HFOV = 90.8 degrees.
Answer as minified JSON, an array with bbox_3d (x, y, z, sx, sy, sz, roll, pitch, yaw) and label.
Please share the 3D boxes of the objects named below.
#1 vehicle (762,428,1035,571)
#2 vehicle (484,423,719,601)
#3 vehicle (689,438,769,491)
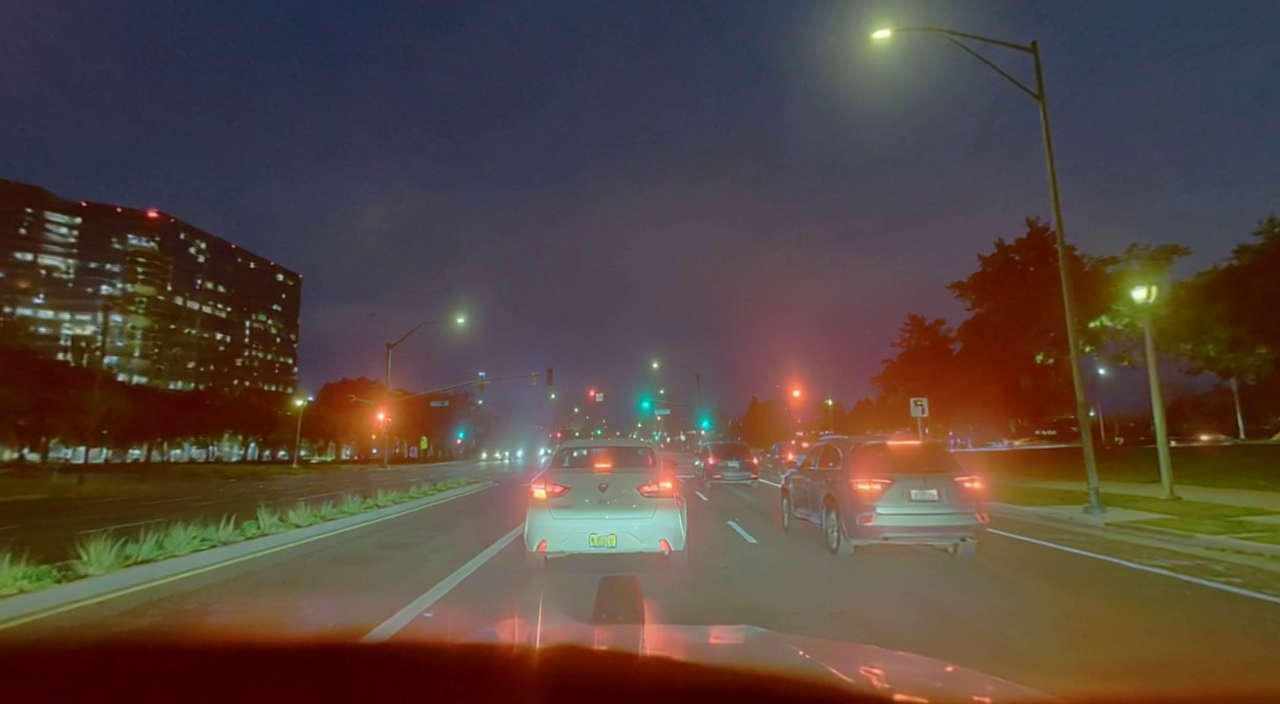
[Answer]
[{"bbox_3d":[3.139,1.873,8.829,1.910,1.474,4.263,0,-9,-1],"label":"vehicle"},{"bbox_3d":[-0.355,1.637,7.237,2.006,1.487,3.535,0,-9,-1],"label":"vehicle"},{"bbox_3d":[2.864,3.713,21.194,1.874,1.556,4.116,0,-9,-3],"label":"vehicle"}]
